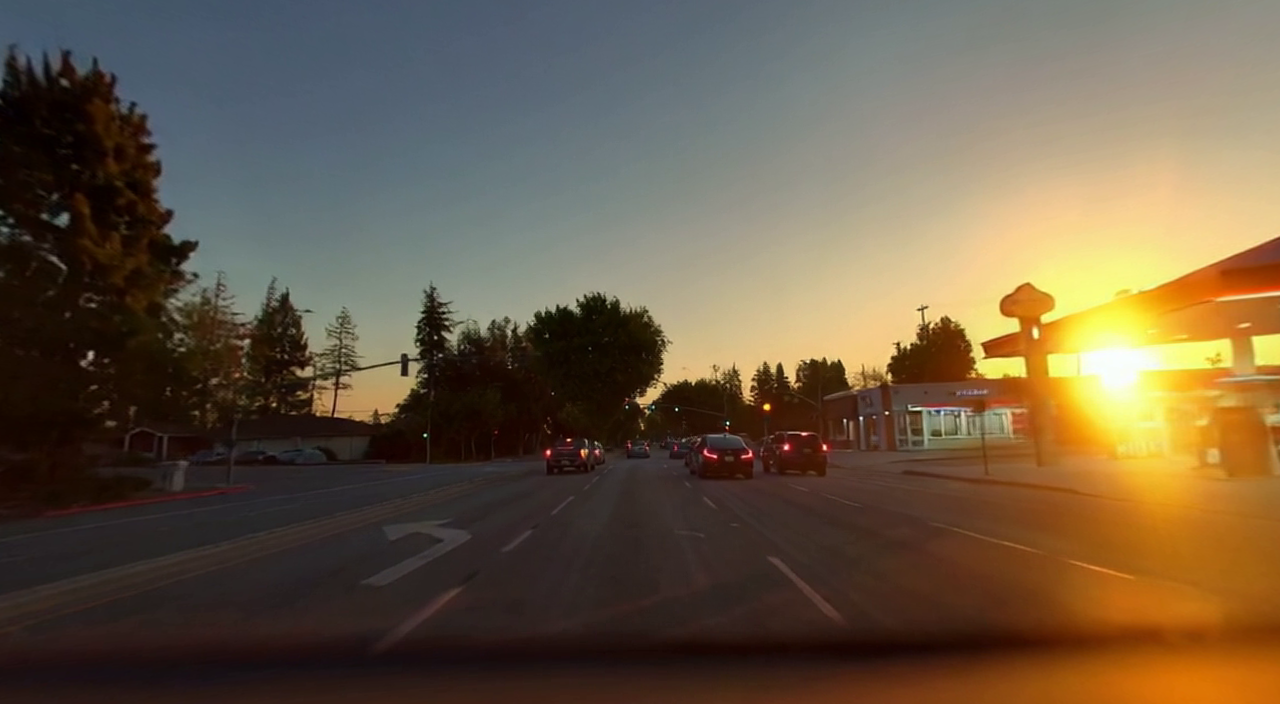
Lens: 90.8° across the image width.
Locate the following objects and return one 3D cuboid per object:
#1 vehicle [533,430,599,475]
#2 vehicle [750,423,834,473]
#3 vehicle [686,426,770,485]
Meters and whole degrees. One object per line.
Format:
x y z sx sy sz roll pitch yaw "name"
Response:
-3.226 4.494 28.435 2.261 1.820 4.255 0 -8 2 "vehicle"
7.076 4.567 30.157 2.510 2.176 5.527 0 -8 -2 "vehicle"
2.863 3.506 21.650 2.140 1.800 4.660 0 -8 -1 "vehicle"
